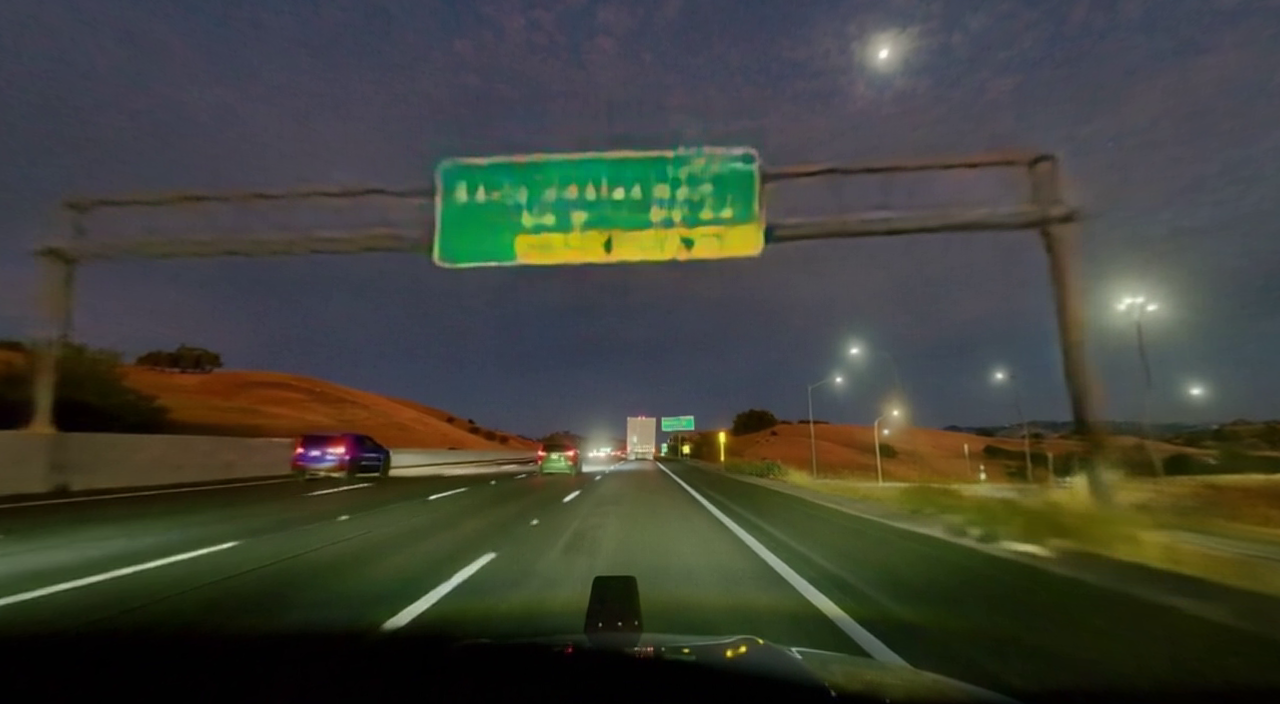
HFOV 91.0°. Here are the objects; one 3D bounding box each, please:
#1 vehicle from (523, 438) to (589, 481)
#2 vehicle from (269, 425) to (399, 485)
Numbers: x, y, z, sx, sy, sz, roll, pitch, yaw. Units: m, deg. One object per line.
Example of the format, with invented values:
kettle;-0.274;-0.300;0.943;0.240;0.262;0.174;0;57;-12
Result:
vehicle;-3.656;4.767;28.221;2.194;1.725;4.698;0;-9;1
vehicle;-10.811;3.698;22.818;2.111;1.906;5.028;0;-9;1
